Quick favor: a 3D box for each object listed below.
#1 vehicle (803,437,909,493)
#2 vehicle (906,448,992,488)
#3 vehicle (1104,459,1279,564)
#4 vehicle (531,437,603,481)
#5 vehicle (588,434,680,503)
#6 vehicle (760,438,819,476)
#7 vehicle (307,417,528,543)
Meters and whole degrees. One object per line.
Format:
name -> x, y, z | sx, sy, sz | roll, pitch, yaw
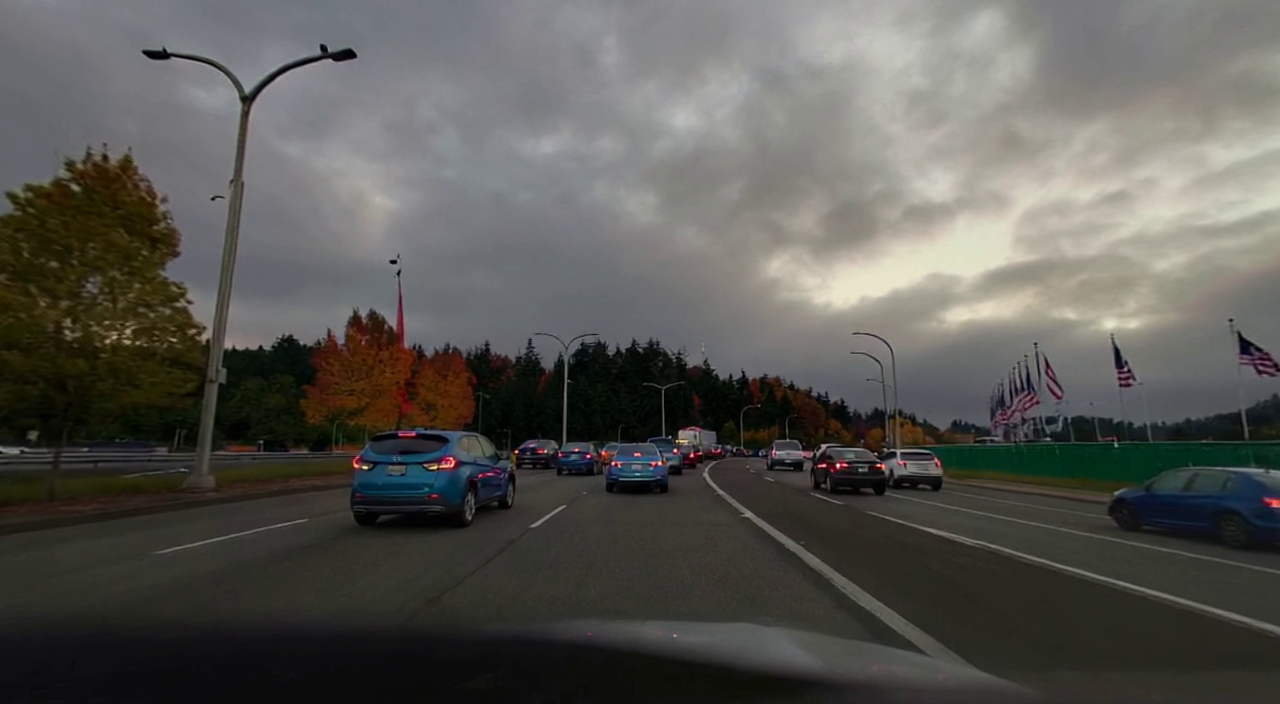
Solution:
vehicle -> 6.644, 3.506, 19.930 | 1.944, 1.544, 4.301 | 0, -9, 1
vehicle -> 14.929, 5.600, 30.732 | 2.087, 1.745, 4.673 | 0, -9, 4
vehicle -> 10.386, 2.639, 10.900 | 1.749, 1.481, 3.808 | 1, -9, 0
vehicle -> -2.782, 4.202, 25.059 | 1.974, 1.549, 4.603 | 0, -9, 5
vehicle -> -0.053, 2.963, 16.411 | 2.090, 1.506, 4.276 | 0, -9, 2
vehicle -> 7.403, 5.229, 31.613 | 2.017, 1.746, 4.727 | 0, -9, 3
vehicle -> -3.359, 2.031, 10.590 | 1.988, 1.635, 4.260 | 0, -9, 2
